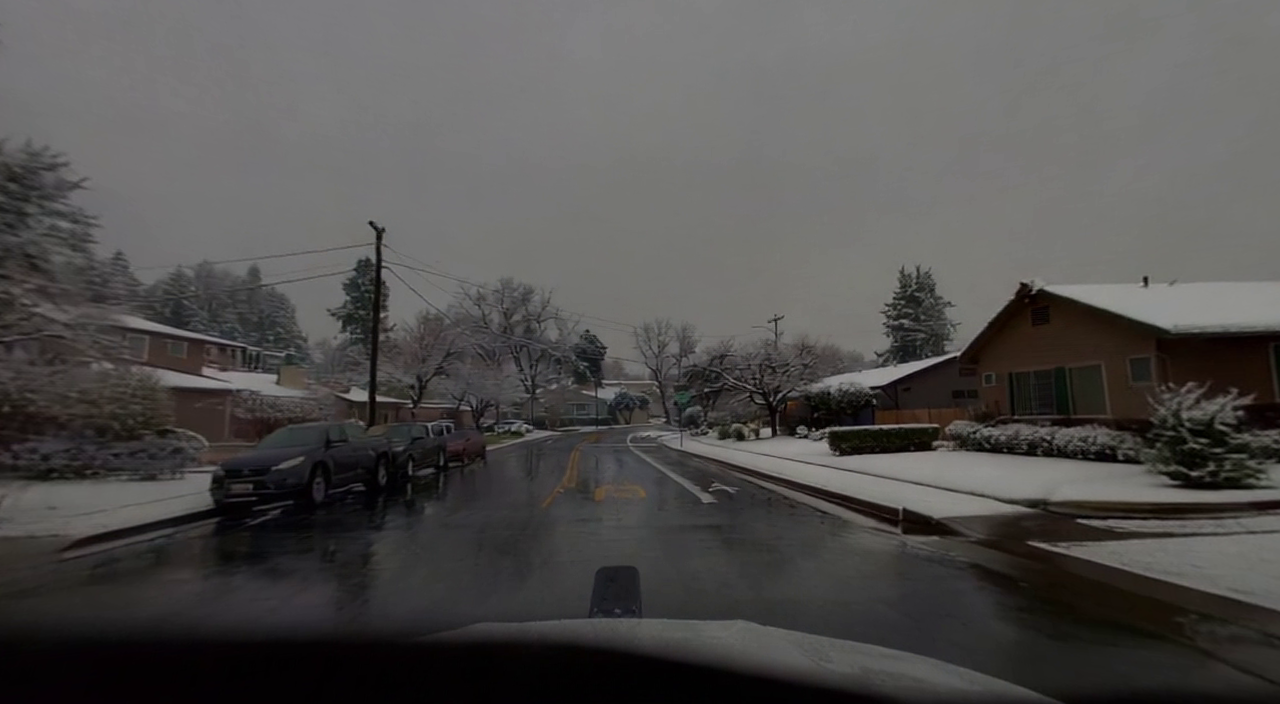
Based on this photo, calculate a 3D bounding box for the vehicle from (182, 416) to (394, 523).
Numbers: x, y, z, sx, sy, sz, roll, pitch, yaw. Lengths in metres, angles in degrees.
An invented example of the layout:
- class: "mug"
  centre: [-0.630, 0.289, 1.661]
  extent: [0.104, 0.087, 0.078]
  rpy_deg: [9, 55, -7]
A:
- class: "vehicle"
  centre: [-6.789, 2.272, 12.827]
  extent: [2.147, 1.780, 4.165]
  rpy_deg: [0, -8, -5]
